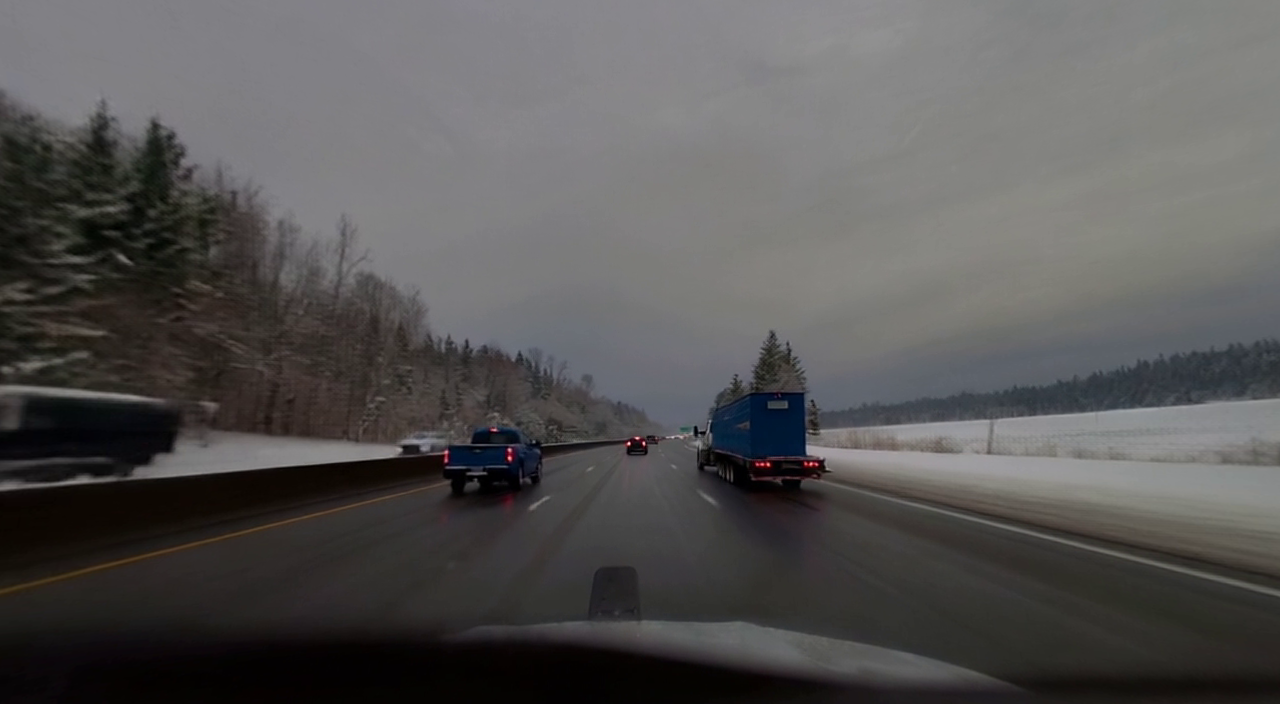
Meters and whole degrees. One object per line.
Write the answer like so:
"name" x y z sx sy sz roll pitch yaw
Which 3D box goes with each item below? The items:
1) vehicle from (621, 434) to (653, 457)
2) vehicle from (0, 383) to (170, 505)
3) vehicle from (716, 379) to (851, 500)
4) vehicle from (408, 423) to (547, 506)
"vehicle" -0.195 6.791 45.908 2.195 1.529 4.572 0 -8 1
"vehicle" -14.364 2.070 14.225 2.279 2.504 6.738 0 -8 0
"vehicle" 3.298 2.127 15.482 2.256 2.568 4.049 0 -8 -1
"vehicle" -3.428 2.440 14.220 2.008 1.588 4.147 0 -8 0
